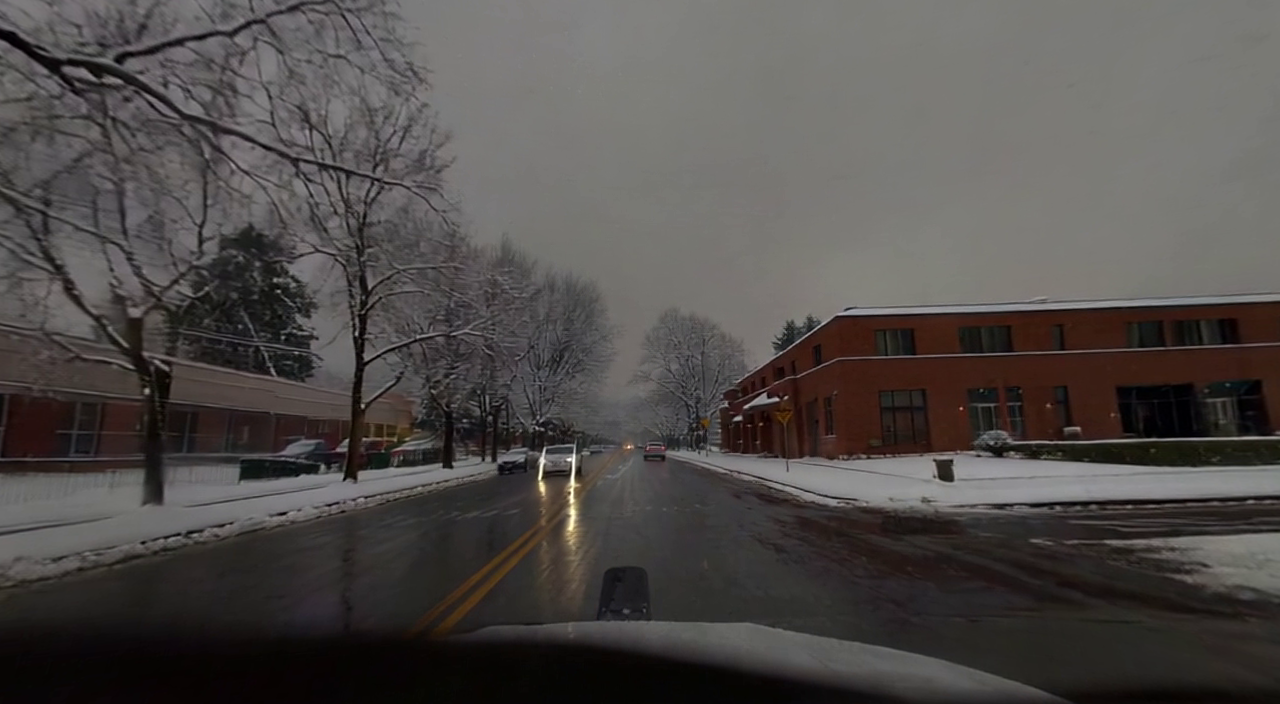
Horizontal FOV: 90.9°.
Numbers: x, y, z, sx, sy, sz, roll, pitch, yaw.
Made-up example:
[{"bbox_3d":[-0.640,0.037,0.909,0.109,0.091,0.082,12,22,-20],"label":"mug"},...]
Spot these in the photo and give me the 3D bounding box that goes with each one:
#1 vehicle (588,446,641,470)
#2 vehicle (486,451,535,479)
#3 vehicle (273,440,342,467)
[{"bbox_3d":[-1.912,7.653,45.879,2.154,1.641,4.254,5,-10,-29],"label":"vehicle"},{"bbox_3d":[-7.333,6.410,36.081,1.930,1.463,4.195,0,-9,0],"label":"vehicle"},{"bbox_3d":[-21.451,6.555,40.896,1.906,1.596,4.599,0,-9,1],"label":"vehicle"}]
